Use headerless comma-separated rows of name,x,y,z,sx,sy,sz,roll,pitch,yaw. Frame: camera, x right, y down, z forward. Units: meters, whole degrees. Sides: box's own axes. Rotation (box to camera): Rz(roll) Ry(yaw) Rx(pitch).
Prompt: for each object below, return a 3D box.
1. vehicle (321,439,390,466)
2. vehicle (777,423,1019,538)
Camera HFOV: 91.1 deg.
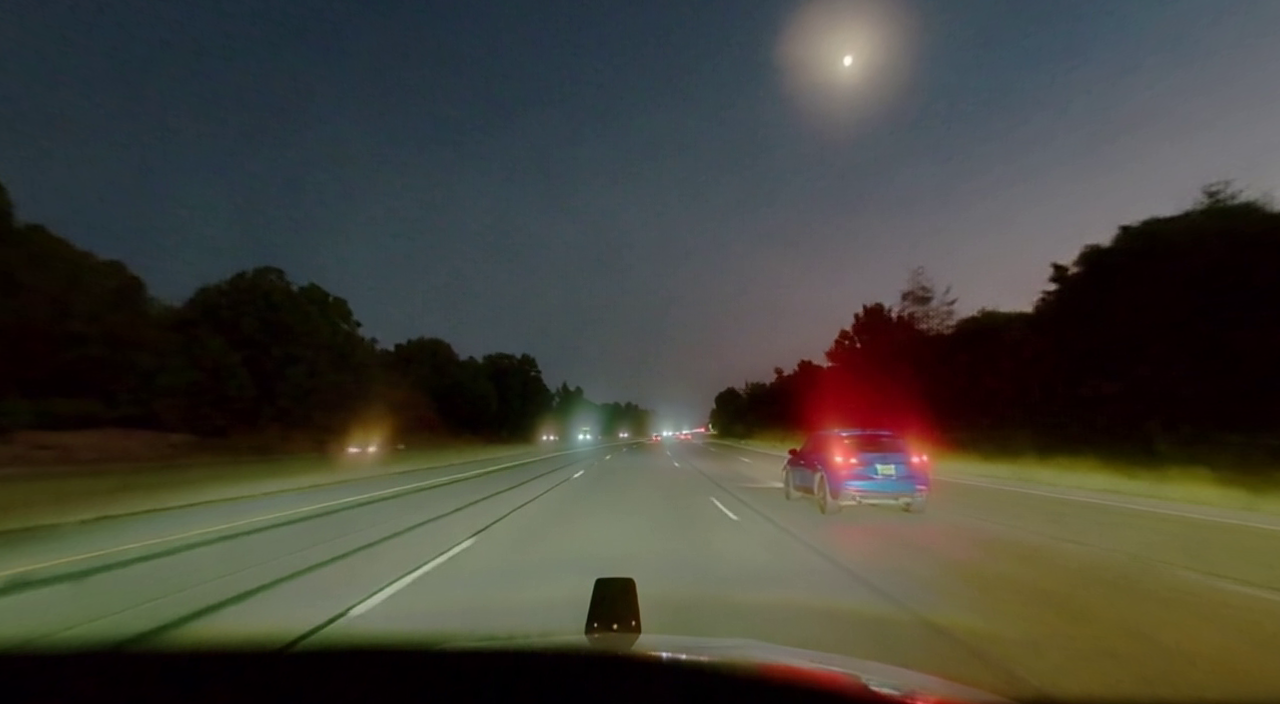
vehicle,-16.777,5.927,37.324,1.901,1.459,4.603,0,-8,0
vehicle,3.769,1.924,10.204,1.982,1.452,4.294,0,-8,-2
